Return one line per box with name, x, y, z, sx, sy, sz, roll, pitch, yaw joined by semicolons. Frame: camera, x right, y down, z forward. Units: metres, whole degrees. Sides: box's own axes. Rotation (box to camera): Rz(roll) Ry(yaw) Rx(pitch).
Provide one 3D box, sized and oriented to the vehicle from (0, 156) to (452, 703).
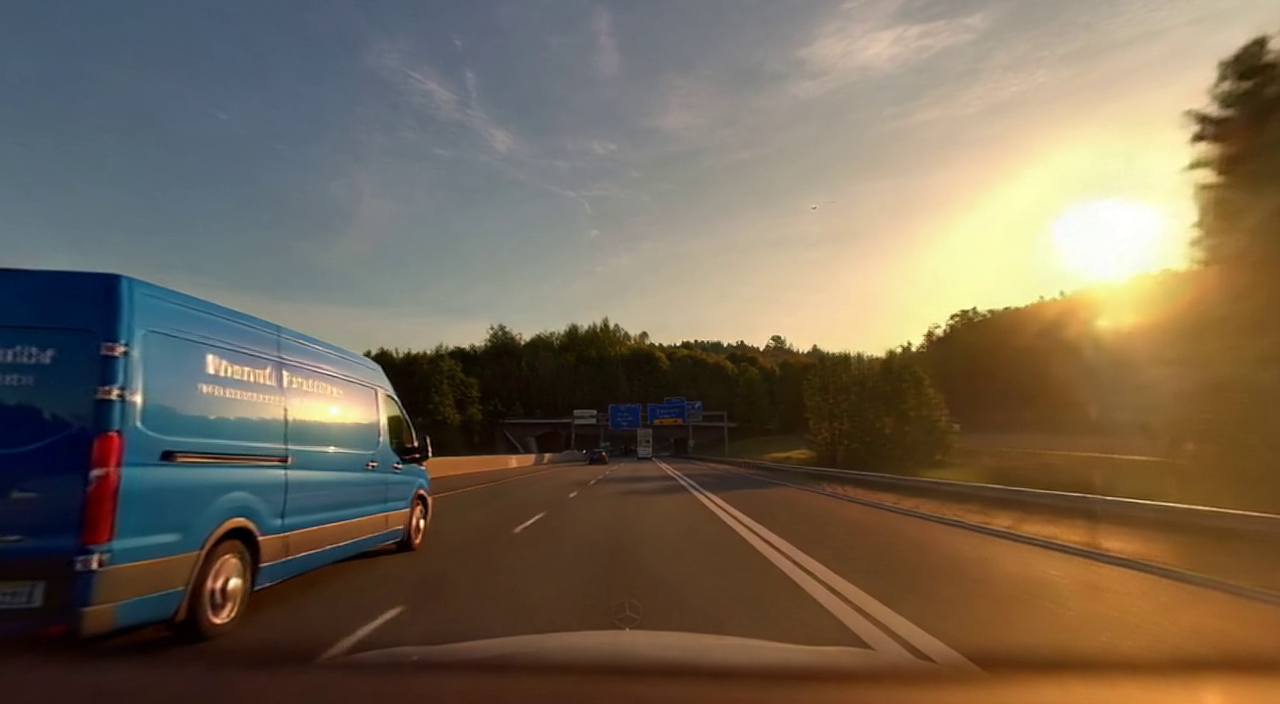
vehicle;-3.955;0.965;5.837;2.320;2.636;7.021;0;-9;-1
